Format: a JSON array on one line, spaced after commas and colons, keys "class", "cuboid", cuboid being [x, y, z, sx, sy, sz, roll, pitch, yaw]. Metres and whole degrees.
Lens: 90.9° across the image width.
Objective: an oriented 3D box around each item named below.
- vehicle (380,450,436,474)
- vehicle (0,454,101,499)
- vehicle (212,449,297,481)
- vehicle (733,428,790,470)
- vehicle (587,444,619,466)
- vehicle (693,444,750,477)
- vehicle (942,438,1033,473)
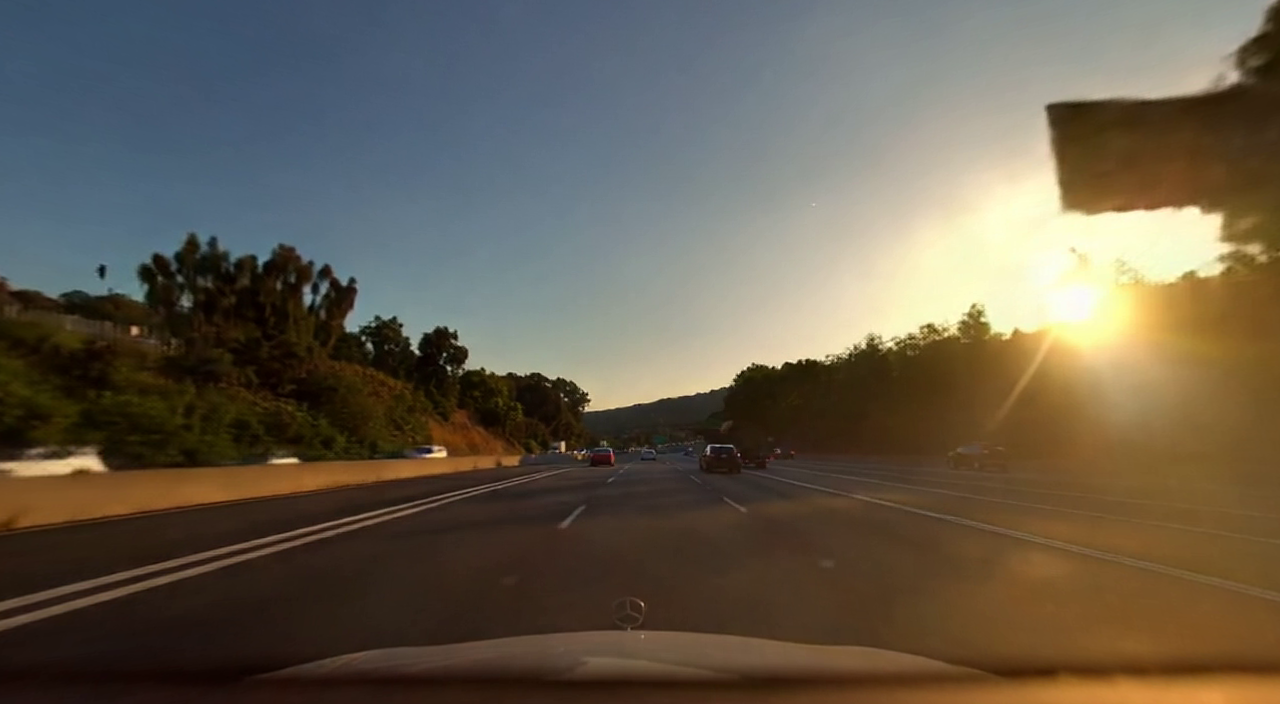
[{"class": "vehicle", "cuboid": [-15.405, 7.300, 42.194, 1.996, 1.495, 4.468, 0, -9, 1]}, {"class": "vehicle", "cuboid": [-26.697, 5.266, 26.893, 2.240, 1.729, 5.833, 0, -8, 0]}, {"class": "vehicle", "cuboid": [-23.227, 6.804, 38.252, 2.091, 1.782, 4.774, 0, -8, 0]}, {"class": "vehicle", "cuboid": [8.166, 6.586, 42.947, 2.729, 2.628, 4.875, 0, -9, -2]}, {"class": "vehicle", "cuboid": [-2.689, 7.652, 47.027, 2.060, 1.587, 4.093, 0, -9, 1]}, {"class": "vehicle", "cuboid": [3.921, 5.303, 31.137, 2.080, 1.493, 4.674, 0, -9, -1]}, {"class": "vehicle", "cuboid": [21.983, 6.565, 40.270, 2.221, 1.995, 5.803, 0, -9, -3]}]
